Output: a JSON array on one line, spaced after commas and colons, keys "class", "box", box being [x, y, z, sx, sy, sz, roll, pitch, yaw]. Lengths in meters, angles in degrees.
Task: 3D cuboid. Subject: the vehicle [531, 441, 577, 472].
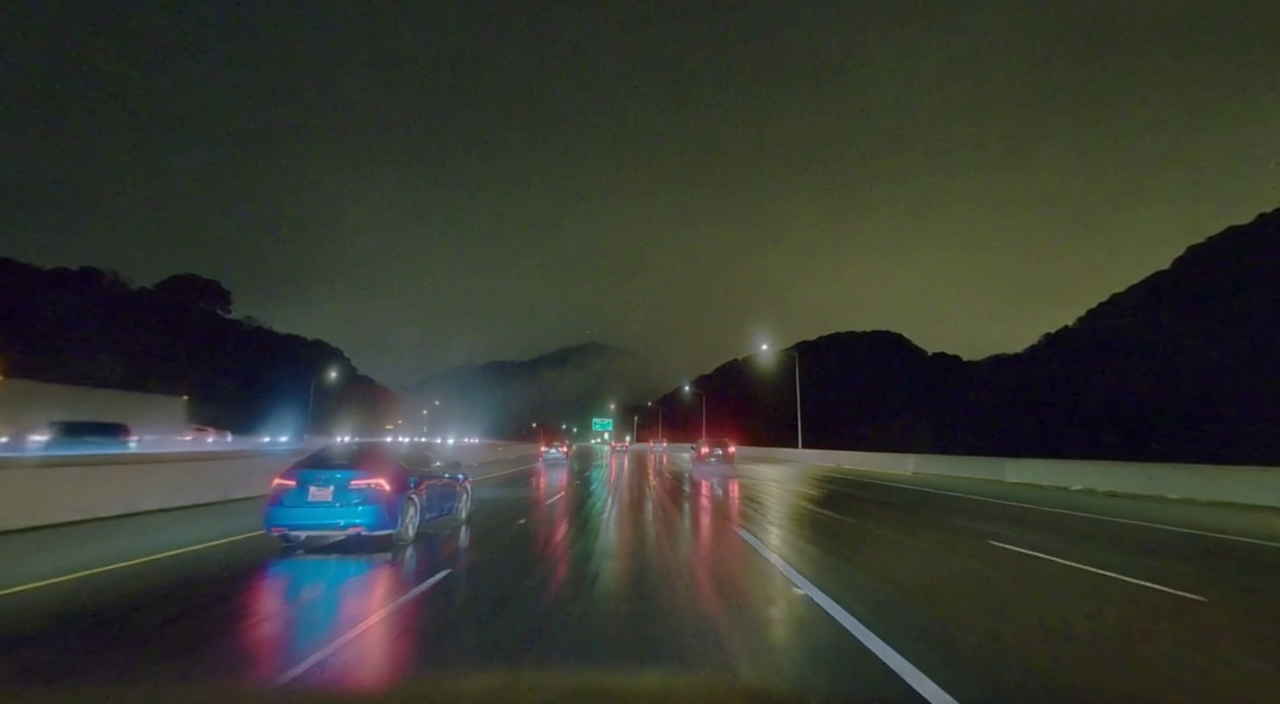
[{"class": "vehicle", "box": [-4.345, 5.336, 32.322, 1.796, 1.464, 3.839, 0, -9, 0]}]

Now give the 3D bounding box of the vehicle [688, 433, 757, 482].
[{"class": "vehicle", "box": [3.299, 4.351, 26.179, 2.222, 1.820, 4.733, 0, -9, 0]}]

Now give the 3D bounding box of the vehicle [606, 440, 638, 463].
[{"class": "vehicle", "box": [-1.240, 7.141, 45.246, 2.147, 1.572, 4.094, 0, -9, 0]}]

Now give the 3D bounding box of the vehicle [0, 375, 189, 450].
[{"class": "vehicle", "box": [-36.202, 4.186, 40.180, 2.975, 3.991, 16.880, 1, -9, -2]}]

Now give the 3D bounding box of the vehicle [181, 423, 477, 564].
[{"class": "vehicle", "box": [-3.963, 1.867, 9.056, 1.993, 1.500, 4.248, 0, -9, 1]}]
